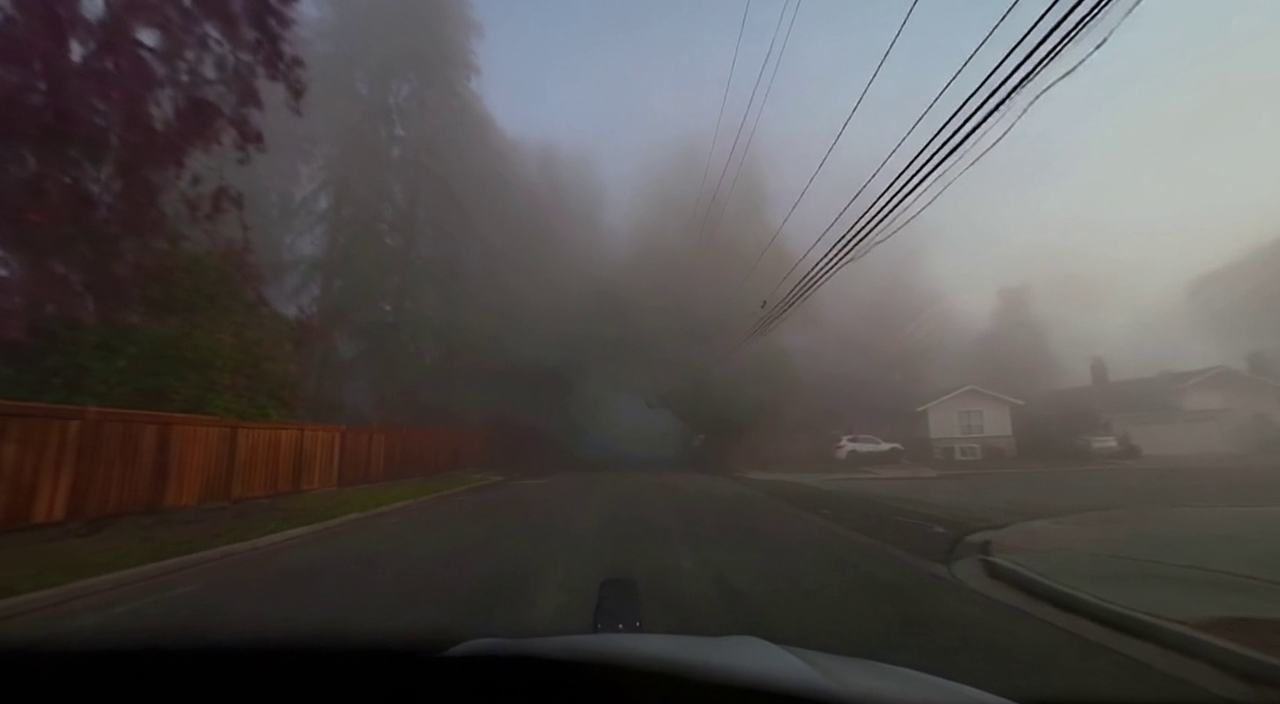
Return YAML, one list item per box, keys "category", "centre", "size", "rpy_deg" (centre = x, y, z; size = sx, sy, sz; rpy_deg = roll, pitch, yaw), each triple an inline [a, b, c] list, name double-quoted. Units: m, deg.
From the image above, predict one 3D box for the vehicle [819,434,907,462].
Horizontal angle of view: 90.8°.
- category: "vehicle"
  centre: [12.374, 5.358, 35.351]
  size: [4.286, 1.525, 2.219]
  rpy_deg: [-1, -9, 10]
